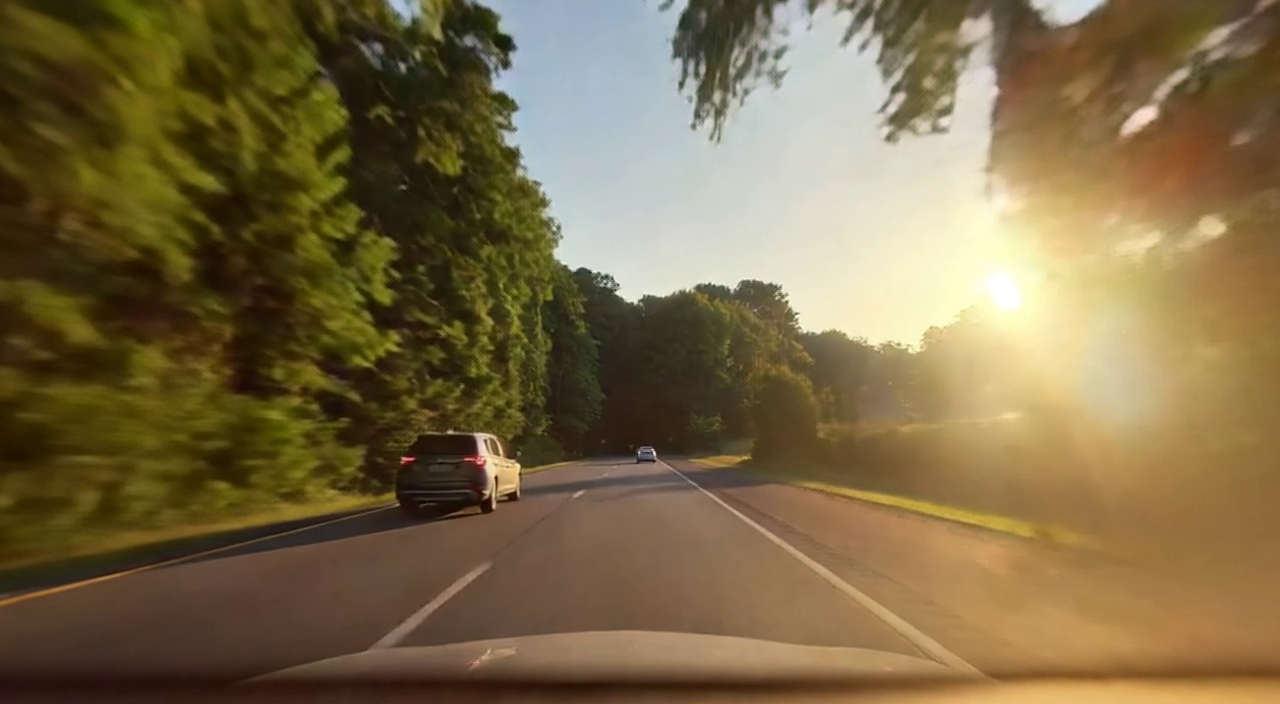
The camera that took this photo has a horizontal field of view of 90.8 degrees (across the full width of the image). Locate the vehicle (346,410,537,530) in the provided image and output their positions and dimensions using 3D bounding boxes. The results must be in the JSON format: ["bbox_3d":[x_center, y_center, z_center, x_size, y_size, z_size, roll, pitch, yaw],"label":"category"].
[{"bbox_3d":[-3.829,2.408,13.413,2.418,2.049,4.930,0,-9,0],"label":"vehicle"}]

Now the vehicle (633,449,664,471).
[{"bbox_3d":[0.527,7.364,43.204,2.046,1.452,4.407,0,-9,-1],"label":"vehicle"}]
